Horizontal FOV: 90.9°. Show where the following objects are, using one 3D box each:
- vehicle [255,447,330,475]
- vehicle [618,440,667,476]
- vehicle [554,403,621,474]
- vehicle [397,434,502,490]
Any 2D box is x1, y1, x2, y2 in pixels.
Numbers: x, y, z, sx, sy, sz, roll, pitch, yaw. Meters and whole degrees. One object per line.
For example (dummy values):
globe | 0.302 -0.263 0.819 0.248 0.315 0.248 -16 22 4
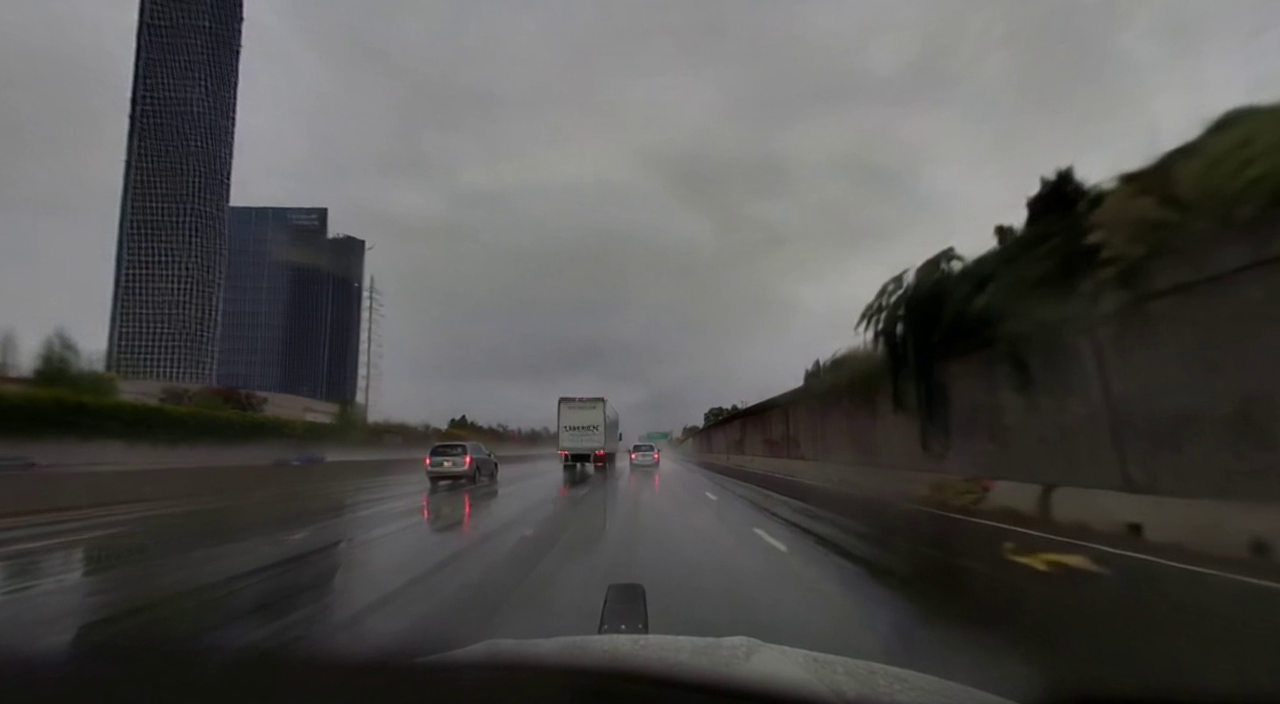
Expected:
vehicle | -18.956 5.955 34.560 1.874 1.427 3.839 0 -9 1
vehicle | 0.147 5.039 30.196 2.168 1.597 3.615 0 -9 1
vehicle | -2.739 4.948 35.627 2.794 3.460 8.595 0 -9 2
vehicle | -6.372 3.740 21.721 2.124 1.674 4.541 0 -9 1
